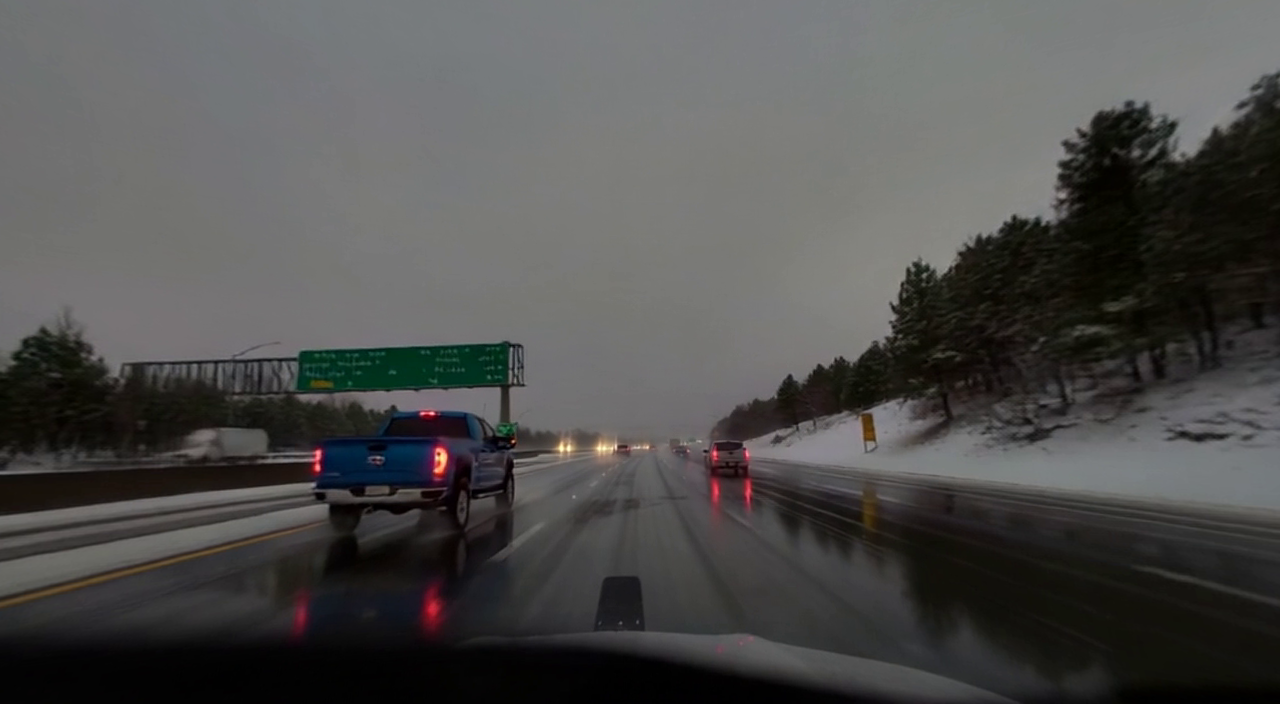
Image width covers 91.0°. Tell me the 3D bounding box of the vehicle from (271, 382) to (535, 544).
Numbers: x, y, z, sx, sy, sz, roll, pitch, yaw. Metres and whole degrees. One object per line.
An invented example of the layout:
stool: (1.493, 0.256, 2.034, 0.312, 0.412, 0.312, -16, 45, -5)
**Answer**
vehicle: (-3.770, 1.989, 11.838, 2.496, 2.203, 6.317, 0, -9, 0)

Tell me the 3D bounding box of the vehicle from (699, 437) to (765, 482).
vehicle: (3.675, 4.381, 25.939, 2.095, 1.668, 4.135, 0, -9, 0)
